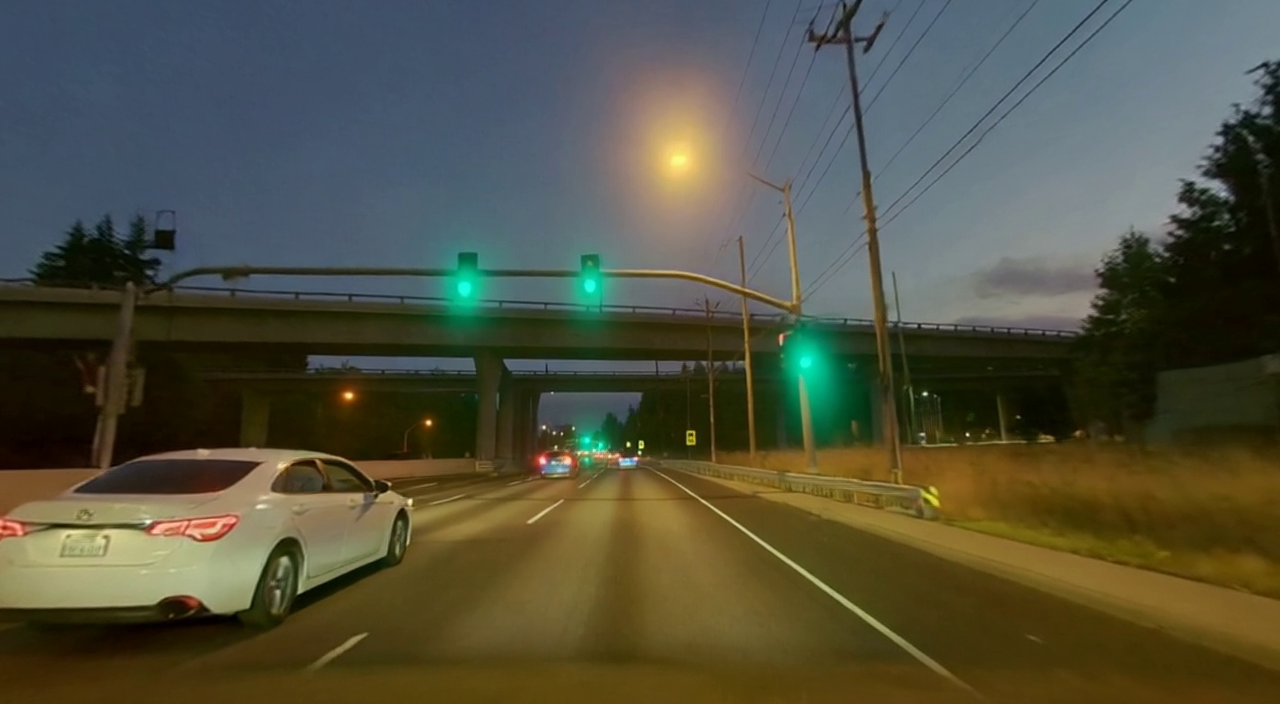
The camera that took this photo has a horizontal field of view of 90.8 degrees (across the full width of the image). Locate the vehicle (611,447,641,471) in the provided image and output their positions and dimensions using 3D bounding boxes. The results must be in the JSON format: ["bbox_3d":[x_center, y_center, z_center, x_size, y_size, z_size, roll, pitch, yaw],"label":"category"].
[{"bbox_3d":[-0.998,7.275,43.200,1.985,1.565,3.968,0,-8,-2],"label":"vehicle"}]

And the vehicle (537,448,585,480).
[{"bbox_3d":[-3.890,5.579,31.717,1.946,1.437,4.154,0,-8,-1],"label":"vehicle"}]

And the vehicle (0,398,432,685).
[{"bbox_3d":[-3.618,1.424,5.904,1.925,1.666,4.271,0,-8,-1],"label":"vehicle"}]
